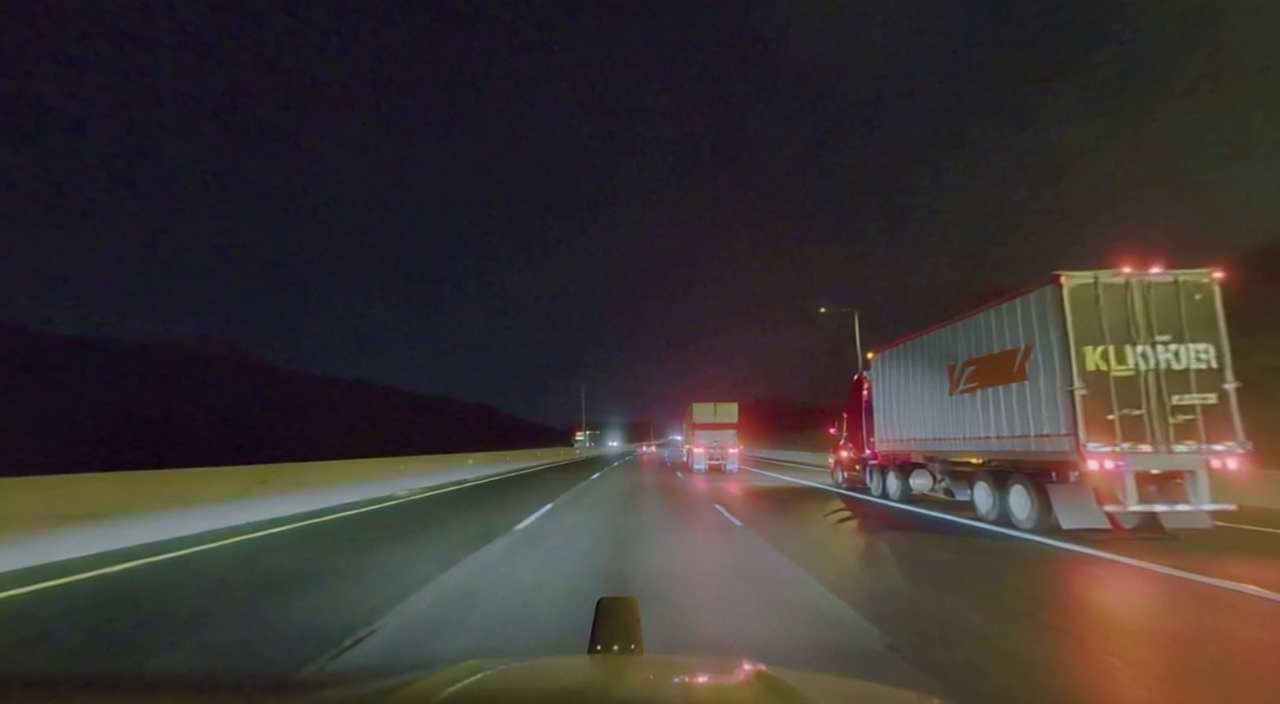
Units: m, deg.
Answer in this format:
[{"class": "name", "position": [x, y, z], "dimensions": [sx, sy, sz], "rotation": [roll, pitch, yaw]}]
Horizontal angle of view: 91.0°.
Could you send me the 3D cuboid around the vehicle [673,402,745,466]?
[{"class": "vehicle", "position": [4.187, 5.430, 41.206], "dimensions": [3.306, 3.531, 11.717], "rotation": [0, -8, 0]}]
